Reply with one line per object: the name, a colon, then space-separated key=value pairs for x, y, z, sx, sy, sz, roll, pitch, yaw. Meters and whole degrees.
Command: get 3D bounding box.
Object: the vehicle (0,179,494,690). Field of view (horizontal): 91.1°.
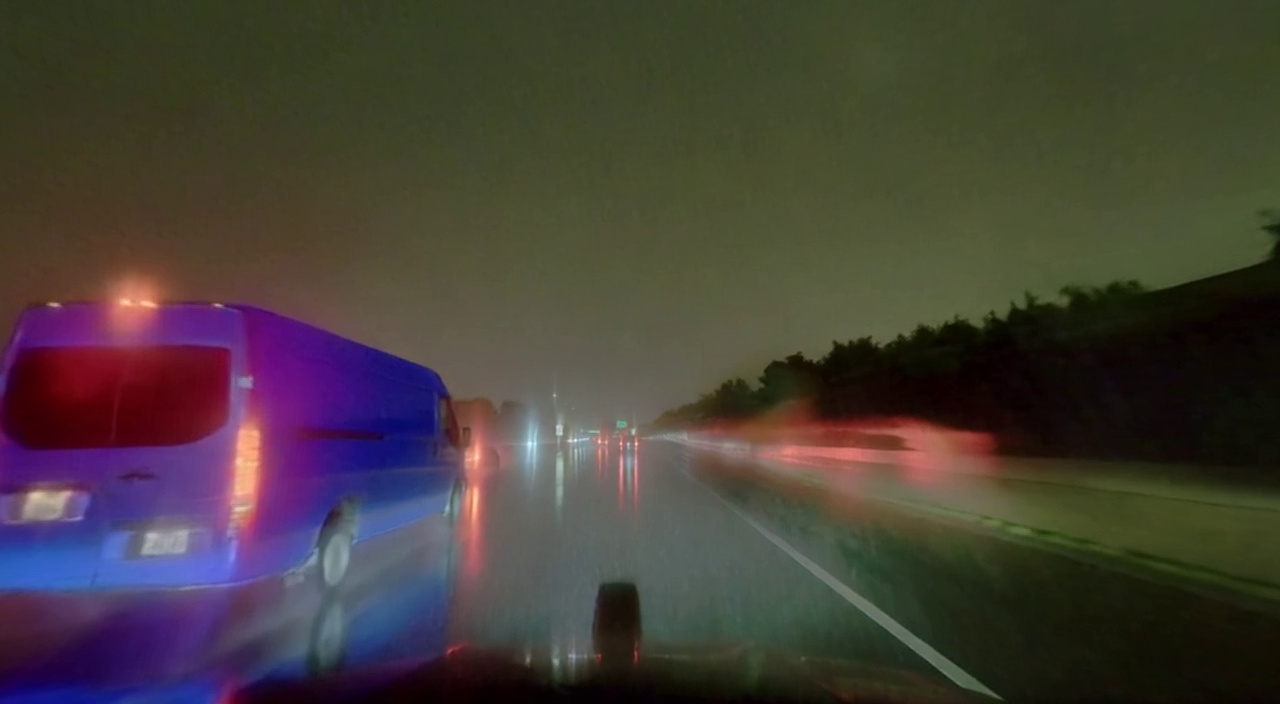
vehicle: x=-3.684 y=0.870 z=7.081 sx=2.428 sy=2.782 sz=7.330 roll=0 pitch=-8 yaw=-1
